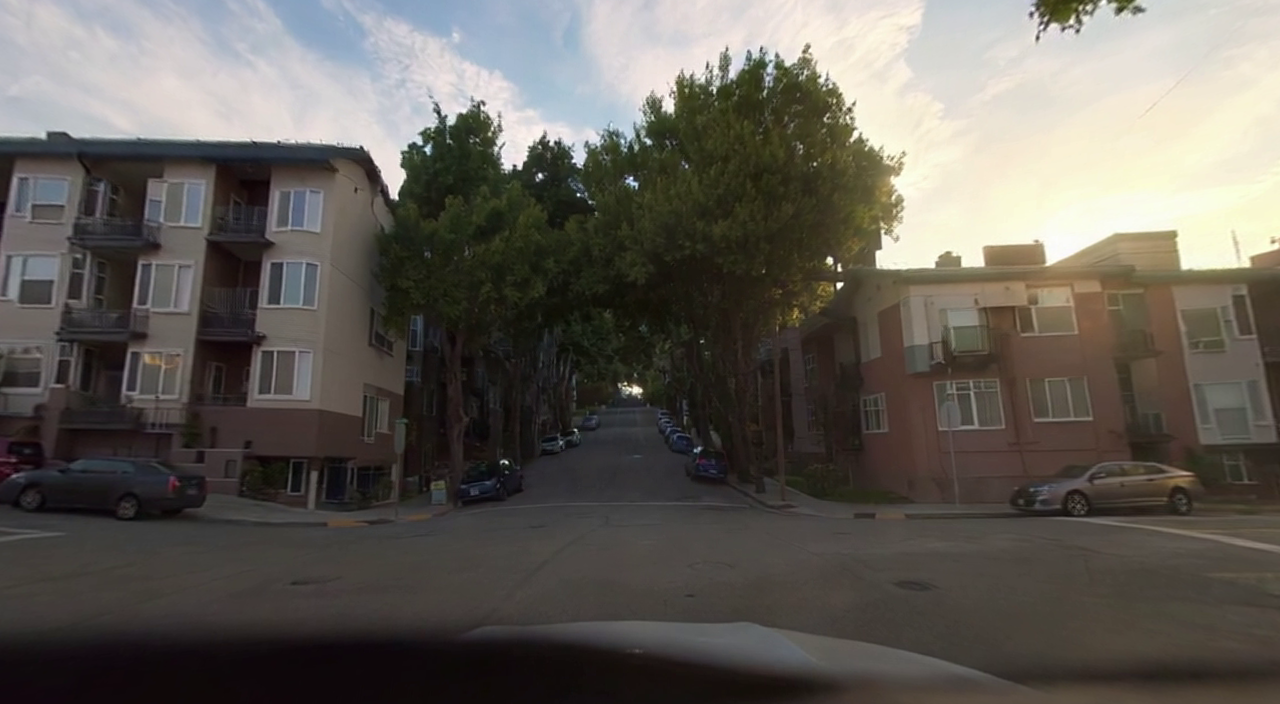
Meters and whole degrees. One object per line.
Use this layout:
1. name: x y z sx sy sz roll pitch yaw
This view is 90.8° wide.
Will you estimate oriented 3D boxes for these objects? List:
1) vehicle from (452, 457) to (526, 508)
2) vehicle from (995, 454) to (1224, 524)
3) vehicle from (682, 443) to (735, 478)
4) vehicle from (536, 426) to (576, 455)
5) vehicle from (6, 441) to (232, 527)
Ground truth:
1. vehicle: -5.850 5.066 24.965 1.987 1.662 4.141 -2 -8 -1
2. vehicle: 12.523 3.652 17.098 4.596 1.690 1.972 0 -8 -1
3. vehicle: 3.426 5.551 32.615 2.051 1.526 4.673 0 -7 -2
4. vehicle: -6.157 6.482 46.691 2.101 1.732 4.119 -3 -4 3
5. vehicle: -13.953 3.581 17.131 4.243 1.676 1.844 7 -13 1
